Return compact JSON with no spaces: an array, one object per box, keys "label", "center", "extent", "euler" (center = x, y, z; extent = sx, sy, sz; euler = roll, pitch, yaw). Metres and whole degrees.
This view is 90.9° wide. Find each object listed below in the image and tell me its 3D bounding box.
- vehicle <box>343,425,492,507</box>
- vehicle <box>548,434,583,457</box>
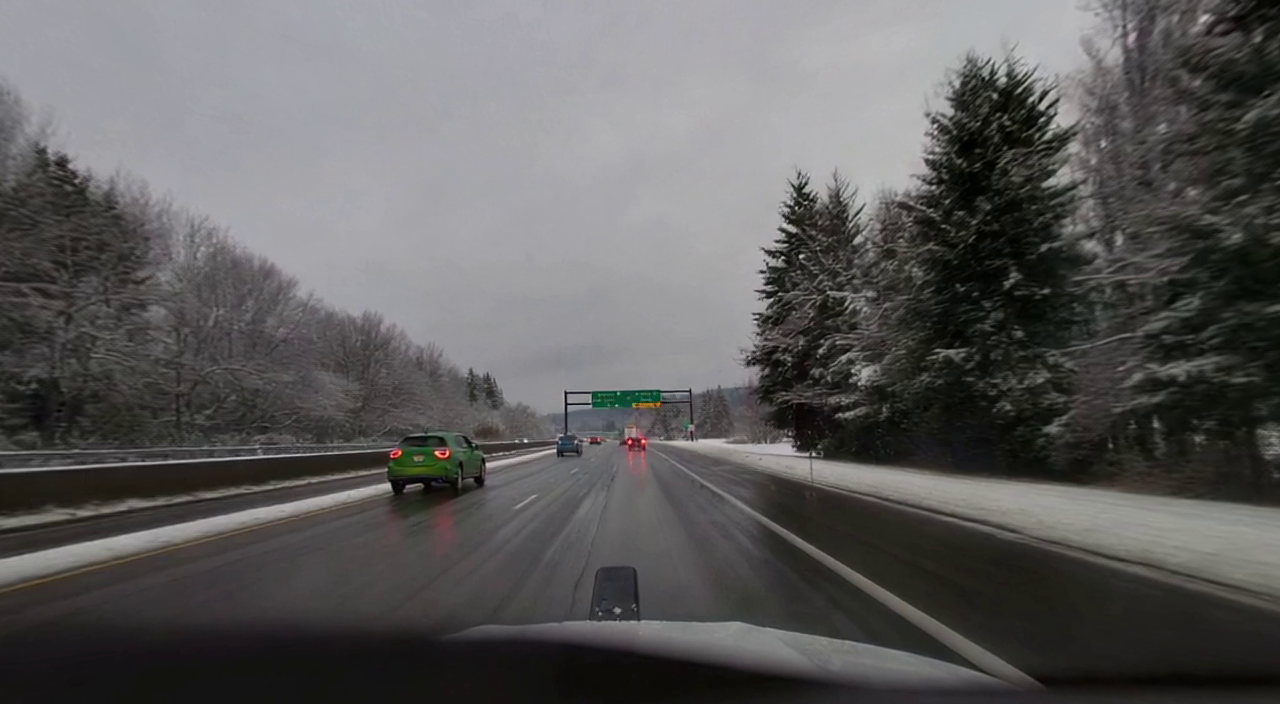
[{"label":"vehicle","center":[-4.625,2.396,13.748],"extent":[1.959,1.514,3.668],"euler":[0,-8,-1]},{"label":"vehicle","center":[-5.078,6.446,43.537],"extent":[1.972,1.537,4.173],"euler":[0,-8,-1]}]
